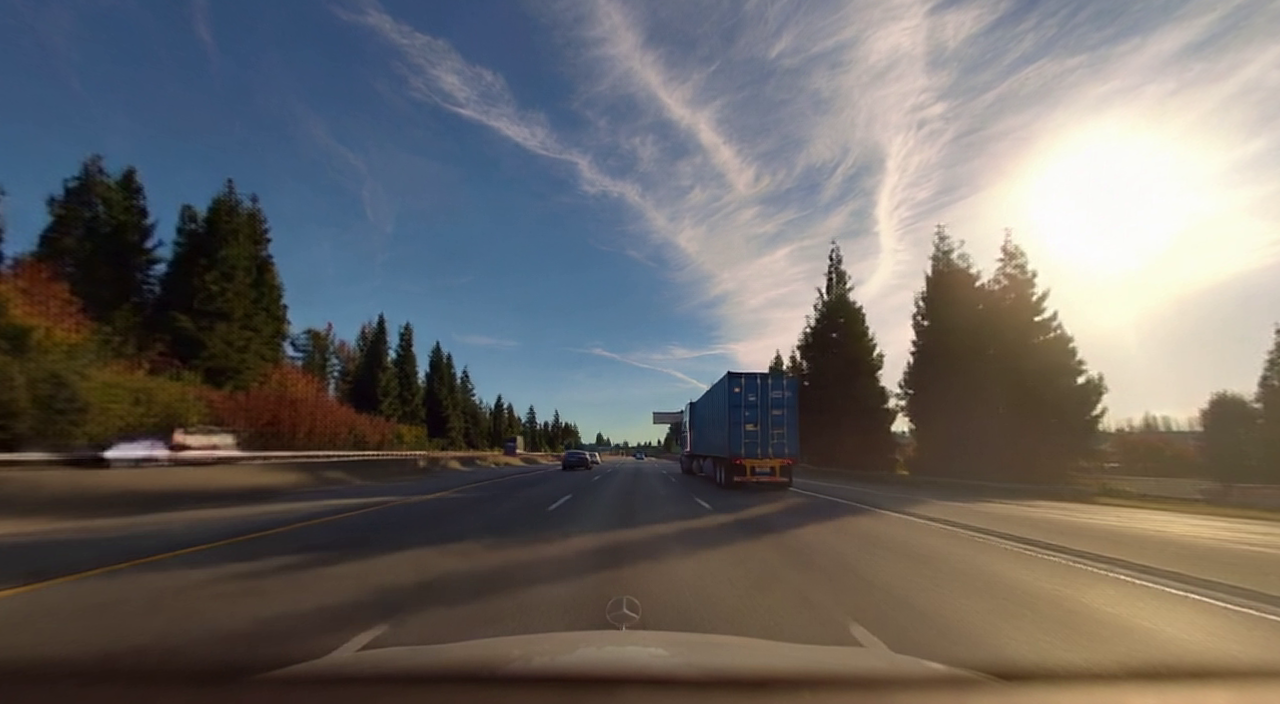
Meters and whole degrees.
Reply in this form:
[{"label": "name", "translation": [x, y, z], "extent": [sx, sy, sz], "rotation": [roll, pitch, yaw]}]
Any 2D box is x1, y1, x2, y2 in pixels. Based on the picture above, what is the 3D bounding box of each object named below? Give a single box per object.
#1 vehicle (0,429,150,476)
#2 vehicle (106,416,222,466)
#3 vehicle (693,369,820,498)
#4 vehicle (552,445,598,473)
[{"label": "vehicle", "translation": [-20.012, 3.535, 22.161], "extent": [1.828, 1.455, 4.660], "rotation": [0, -9, 0]}, {"label": "vehicle", "translation": [-20.088, 3.828, 26.823], "extent": [1.899, 1.973, 3.718], "rotation": [0, -9, 1]}, {"label": "vehicle", "translation": [4.202, 3.569, 26.359], "extent": [2.821, 4.046, 12.876], "rotation": [0, -9, 0]}, {"label": "vehicle", "translation": [-4.085, 6.849, 40.442], "extent": [2.370, 1.647, 5.091], "rotation": [0, -9, 1]}]
